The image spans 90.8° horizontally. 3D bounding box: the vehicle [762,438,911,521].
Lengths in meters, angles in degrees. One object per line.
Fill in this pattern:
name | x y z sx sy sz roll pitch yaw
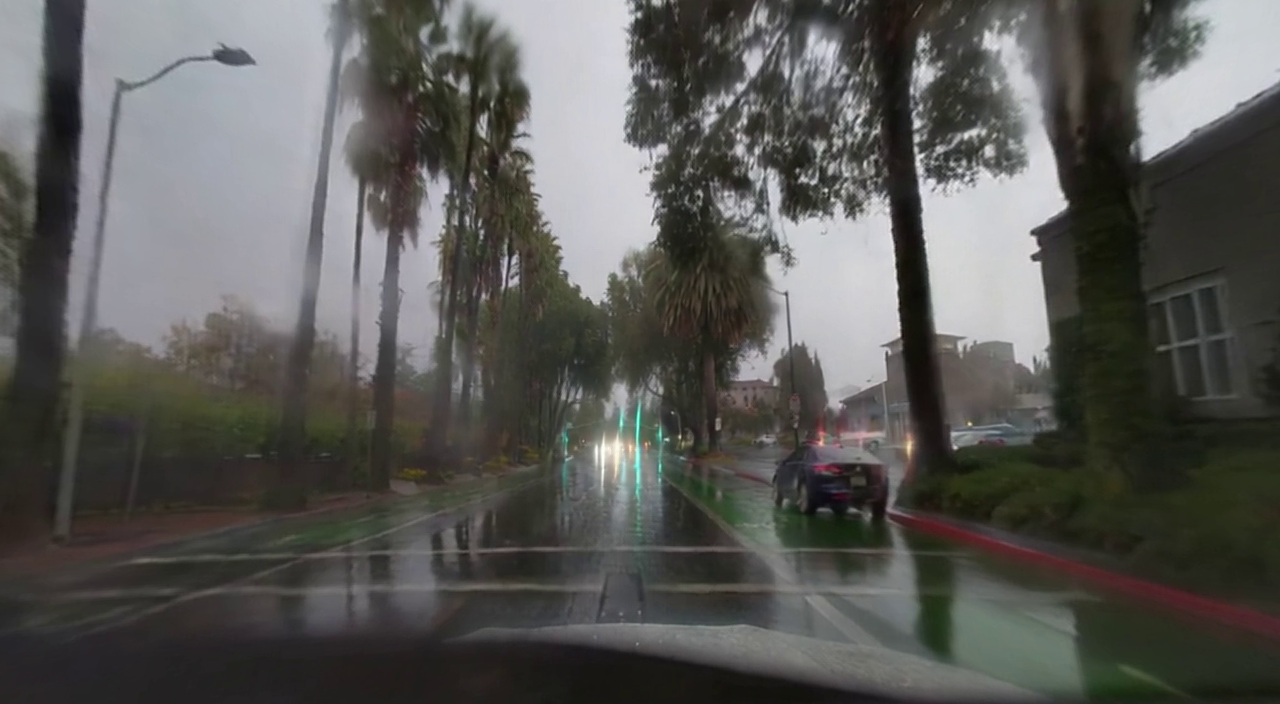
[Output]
vehicle | 4.387 2.915 14.961 1.997 1.640 4.494 0 -9 -1
